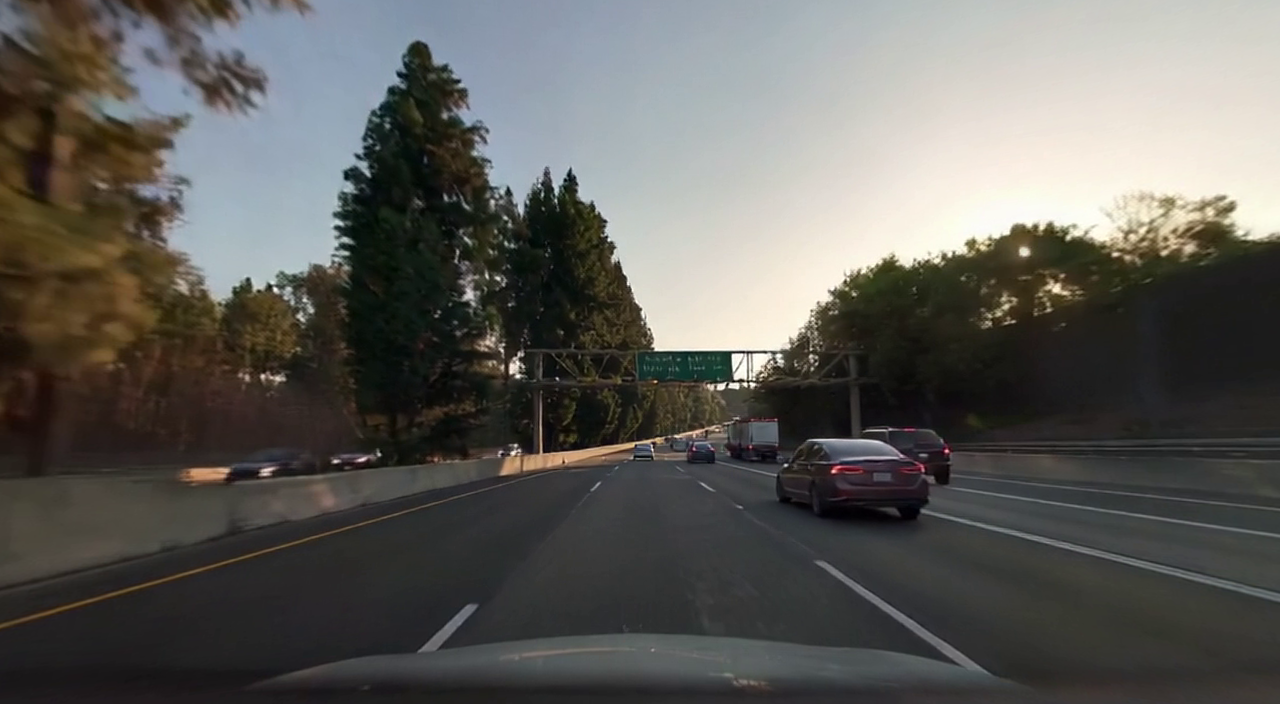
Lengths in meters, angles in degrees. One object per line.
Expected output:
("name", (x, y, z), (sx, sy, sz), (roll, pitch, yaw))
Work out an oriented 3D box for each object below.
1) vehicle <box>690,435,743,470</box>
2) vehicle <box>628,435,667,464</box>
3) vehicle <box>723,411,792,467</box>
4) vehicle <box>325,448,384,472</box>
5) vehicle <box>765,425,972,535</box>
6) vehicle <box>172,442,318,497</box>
("vehicle", (3.826, 5.127, 32.197), (2.084, 1.668, 4.511), (0, -8, -1))
("vehicle", (0.465, 6.117, 39.492), (2.313, 1.736, 4.215), (0, -8, 1))
("vehicle", (7.972, 6.147, 44.124), (3.049, 3.525, 9.248), (0, -8, 0))
("vehicle", (-20.510, 7.765, 45.305), (1.942, 1.613, 4.648), (0, -8, 1))
("vehicle", (3.629, 2.108, 11.044), (1.888, 1.501, 4.608), (0, -8, 0))
("vehicle", (-13.471, 3.993, 21.847), (1.987, 1.671, 4.600), (0, -8, 1))
